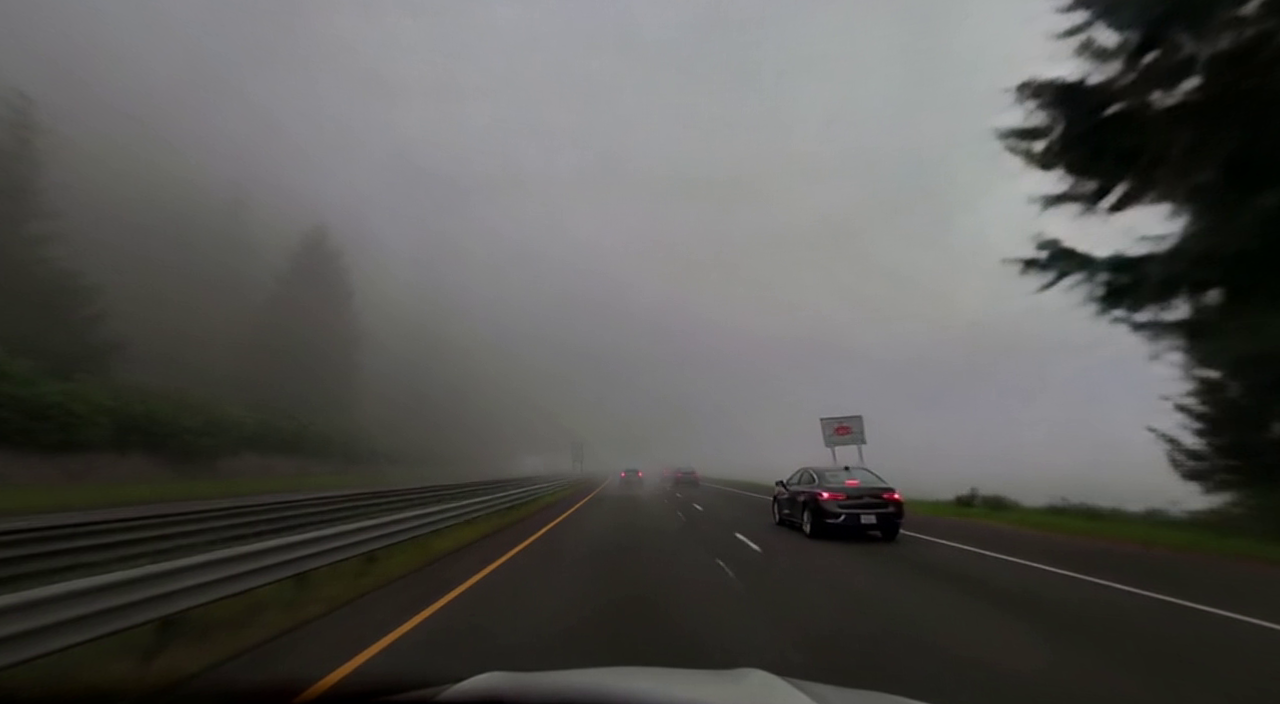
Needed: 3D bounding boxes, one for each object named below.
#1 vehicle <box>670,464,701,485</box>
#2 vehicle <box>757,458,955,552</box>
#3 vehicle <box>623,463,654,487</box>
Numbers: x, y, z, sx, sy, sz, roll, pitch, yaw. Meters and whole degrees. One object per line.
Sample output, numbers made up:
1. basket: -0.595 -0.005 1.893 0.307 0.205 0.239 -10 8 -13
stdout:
1. vehicle: 3.455 9.341 48.016 1.976 1.467 3.783 1 -10 -2
2. vehicle: 3.829 2.848 12.321 2.018 1.426 4.941 1 -10 -1
3. vehicle: -0.102 8.234 42.134 1.980 1.483 3.865 1 -10 -1
